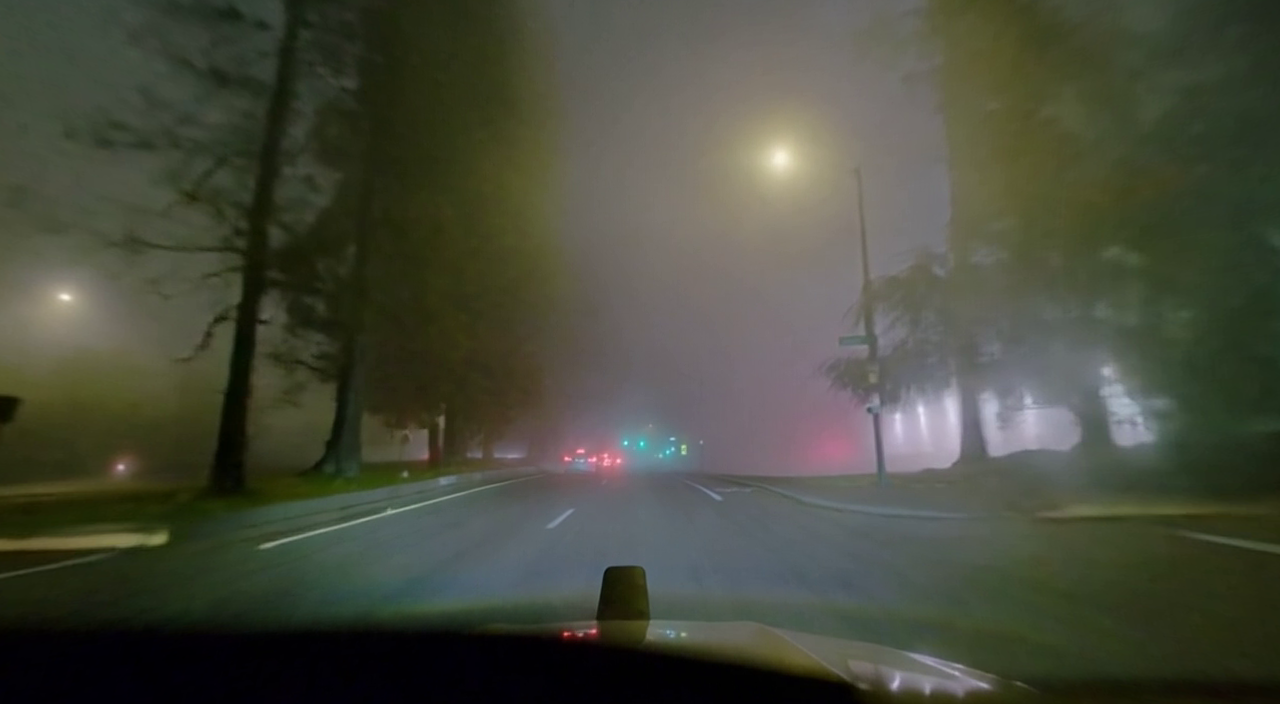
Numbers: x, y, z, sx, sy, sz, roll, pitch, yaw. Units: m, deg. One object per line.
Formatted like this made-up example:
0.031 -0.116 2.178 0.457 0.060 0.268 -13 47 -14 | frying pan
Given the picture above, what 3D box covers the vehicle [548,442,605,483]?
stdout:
-2.757 4.891 28.231 2.016 1.694 4.335 0 -8 1 | vehicle
